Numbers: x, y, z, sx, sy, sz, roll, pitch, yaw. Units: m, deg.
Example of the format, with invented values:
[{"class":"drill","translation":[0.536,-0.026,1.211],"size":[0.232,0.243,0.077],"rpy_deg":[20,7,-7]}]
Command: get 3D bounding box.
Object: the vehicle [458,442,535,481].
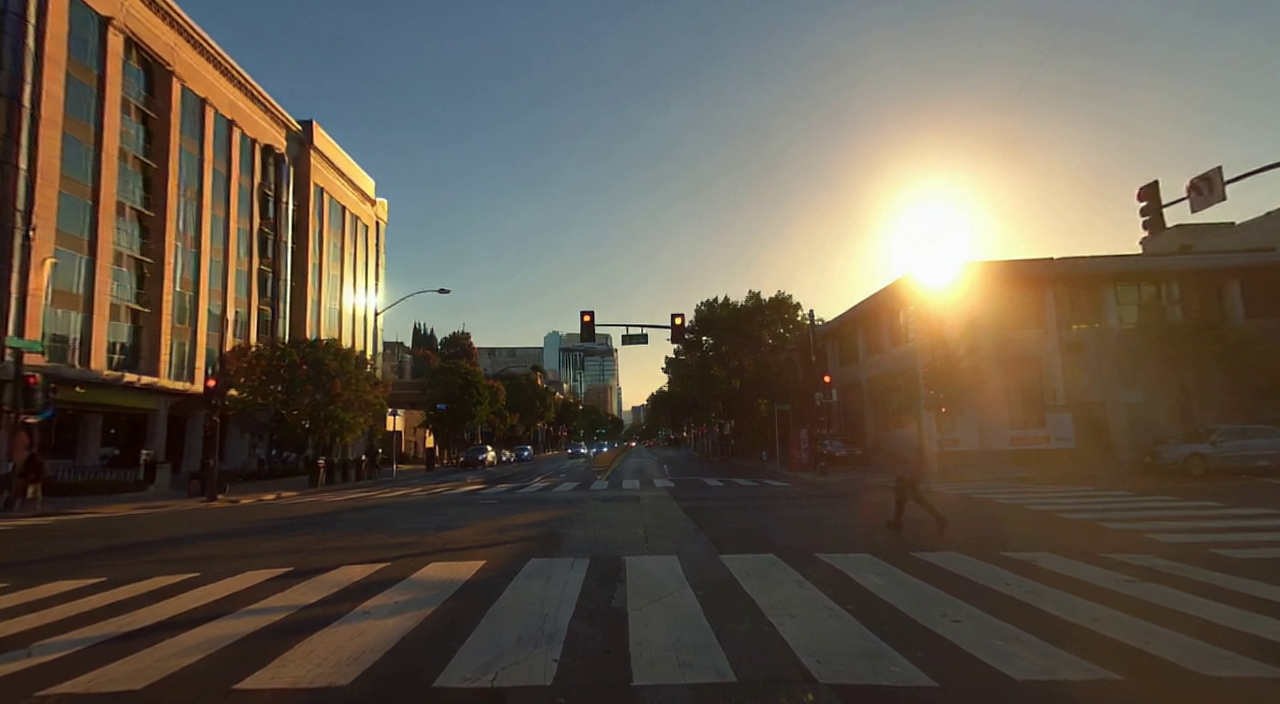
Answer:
[{"class":"vehicle","translation":[-5.883,4.547,26.486],"size":[2.127,1.473,4.428],"rpy_deg":[0,-8,1]}]
